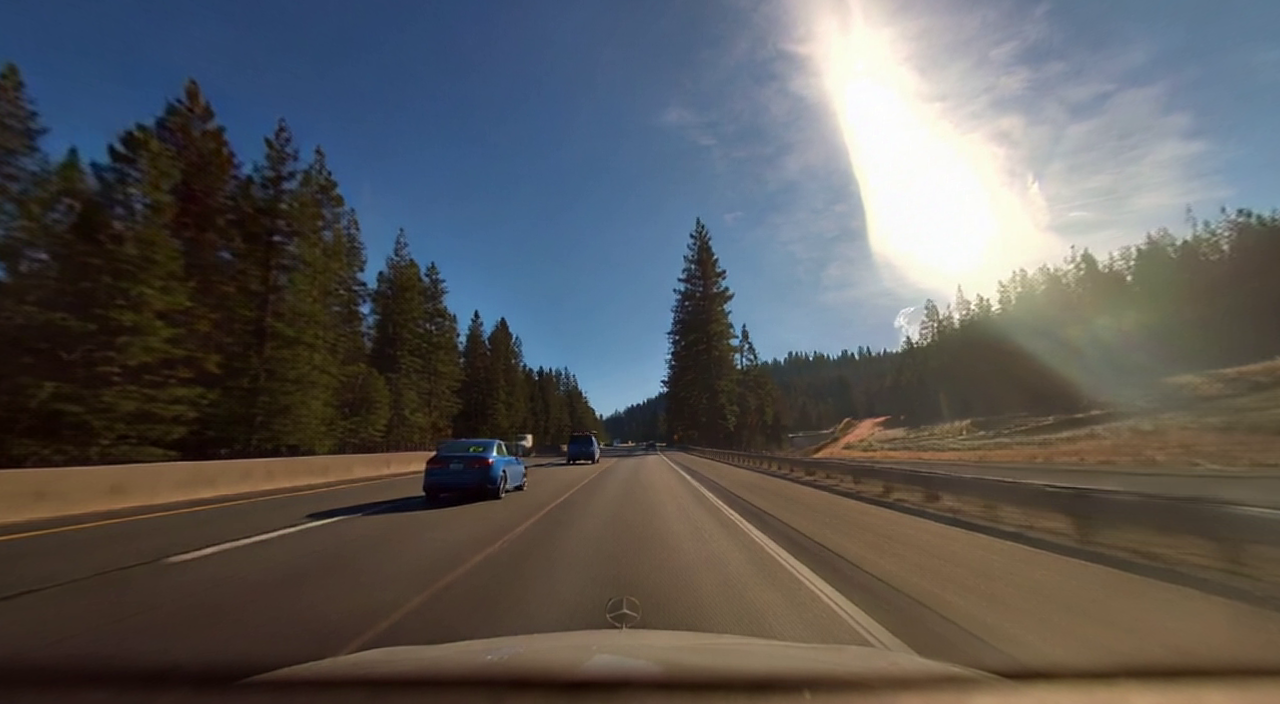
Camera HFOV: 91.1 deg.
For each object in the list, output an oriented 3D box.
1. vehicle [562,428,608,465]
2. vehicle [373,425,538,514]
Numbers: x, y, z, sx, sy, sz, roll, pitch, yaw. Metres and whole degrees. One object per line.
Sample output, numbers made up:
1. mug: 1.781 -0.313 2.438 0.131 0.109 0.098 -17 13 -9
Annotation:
1. vehicle: -3.301 5.823 38.593 2.241 2.095 4.985 0 -8 2
2. vehicle: -3.705 2.462 13.677 2.053 1.589 4.671 0 -8 1
